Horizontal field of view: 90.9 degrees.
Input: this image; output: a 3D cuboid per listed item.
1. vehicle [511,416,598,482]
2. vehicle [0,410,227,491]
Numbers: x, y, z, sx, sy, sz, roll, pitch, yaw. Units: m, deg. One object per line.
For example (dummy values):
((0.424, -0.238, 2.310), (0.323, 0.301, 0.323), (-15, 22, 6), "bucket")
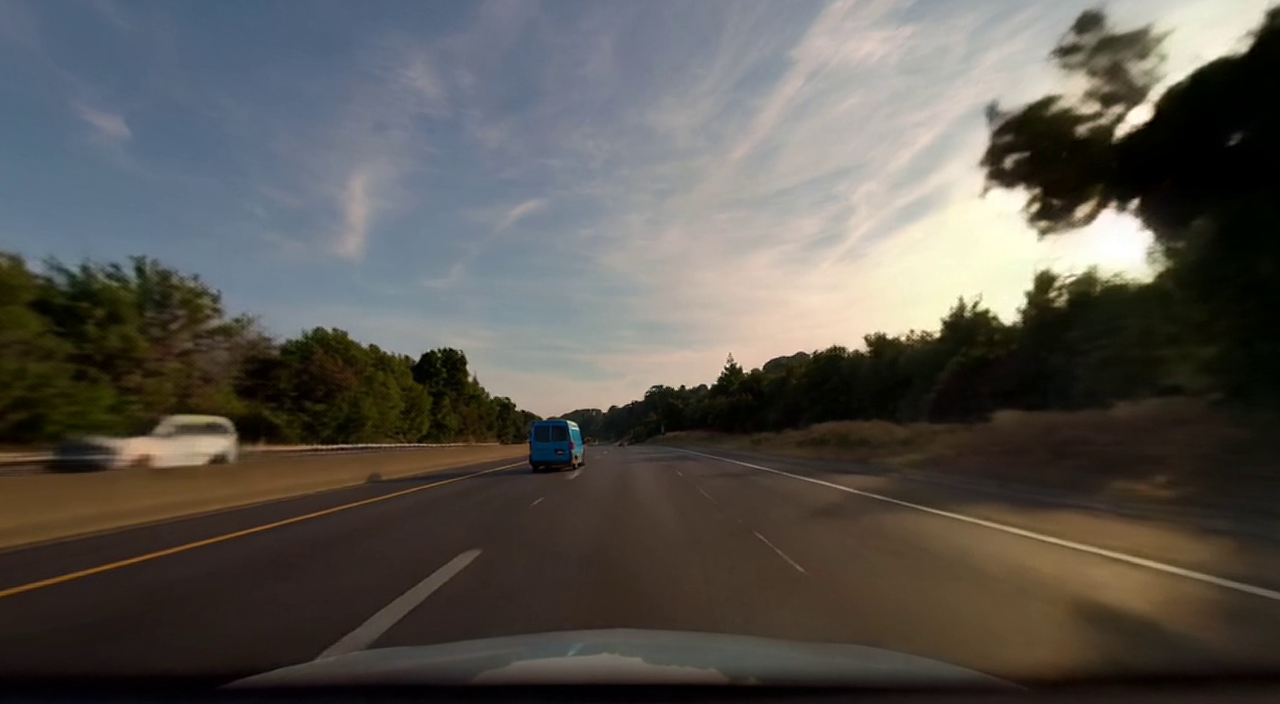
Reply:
((-2.780, 3.275, 21.633), (2.297, 2.011, 4.736), (0, -8, 0), "vehicle")
((-12.274, 2.212, 14.676), (2.128, 1.573, 4.641), (0, -7, 0), "vehicle")
